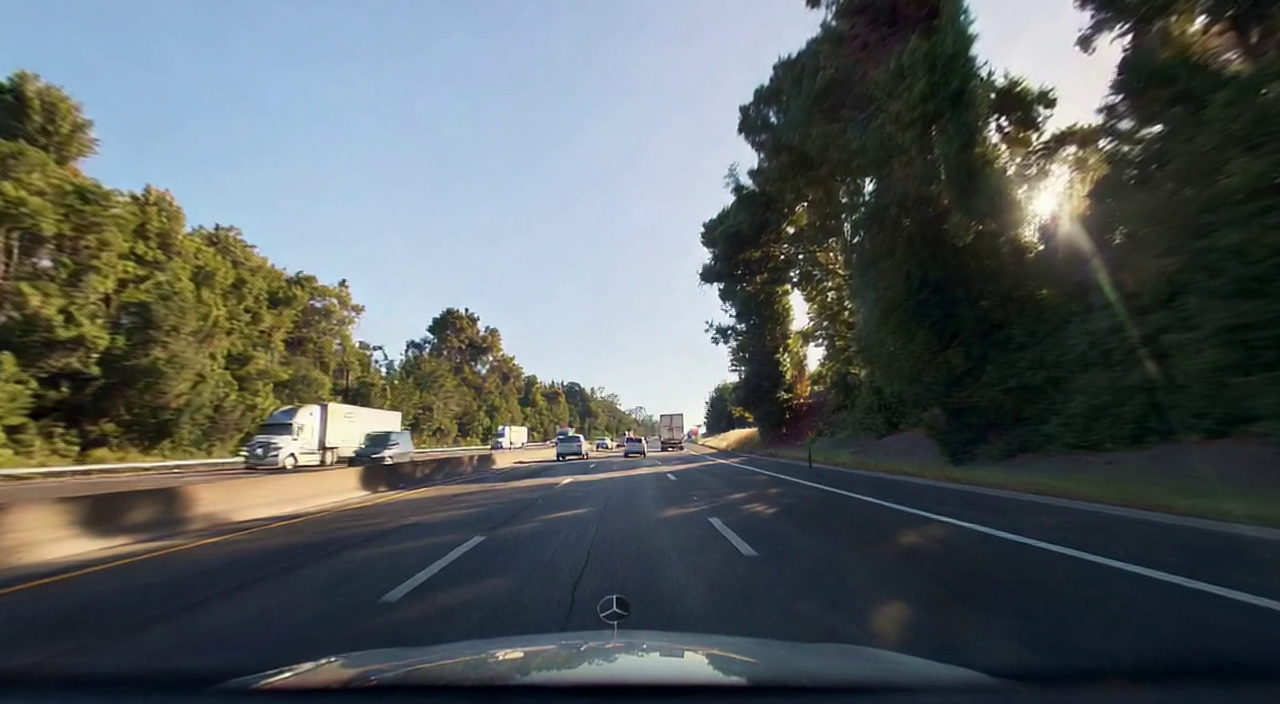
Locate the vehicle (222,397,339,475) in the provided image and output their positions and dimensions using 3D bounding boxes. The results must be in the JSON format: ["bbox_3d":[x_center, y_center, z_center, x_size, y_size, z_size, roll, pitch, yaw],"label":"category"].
[{"bbox_3d":[-20.177,4.805,35.813,2.986,3.988,5.912,-1,-8,0],"label":"vehicle"}]

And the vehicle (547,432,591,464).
[{"bbox_3d":[-4.145,5.669,37.258,2.047,1.757,4.183,-1,-8,1],"label":"vehicle"}]

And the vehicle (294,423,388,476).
[{"bbox_3d":[-16.191,5.334,34.581,2.274,2.595,5.800,-1,-8,0],"label":"vehicle"}]

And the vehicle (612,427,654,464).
[{"bbox_3d":[-0.416,5.281,35.523,2.211,1.933,4.315,0,-8,-1],"label":"vehicle"}]
